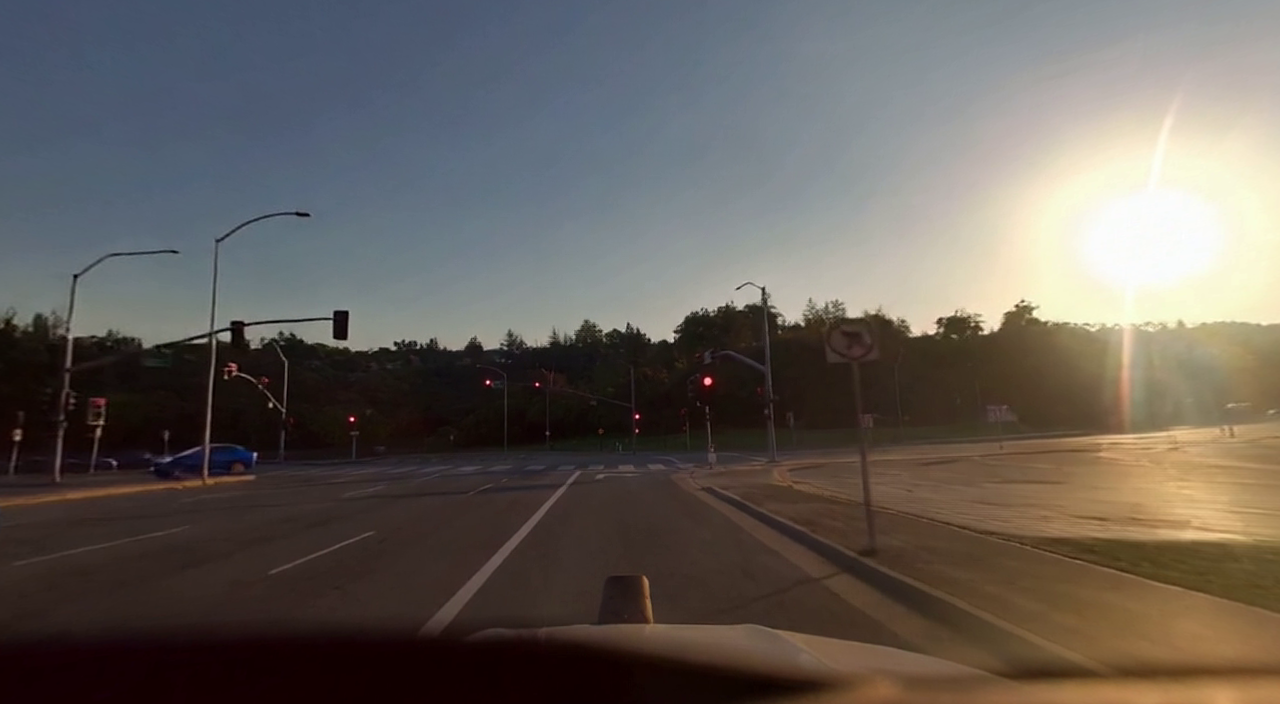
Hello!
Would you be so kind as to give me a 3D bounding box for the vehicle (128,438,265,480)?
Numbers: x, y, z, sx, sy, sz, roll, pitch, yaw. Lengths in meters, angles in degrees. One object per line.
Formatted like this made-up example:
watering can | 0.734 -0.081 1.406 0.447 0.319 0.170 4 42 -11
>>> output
vehicle | -17.858 4.292 25.705 1.837 1.530 4.570 -2 -8 9
